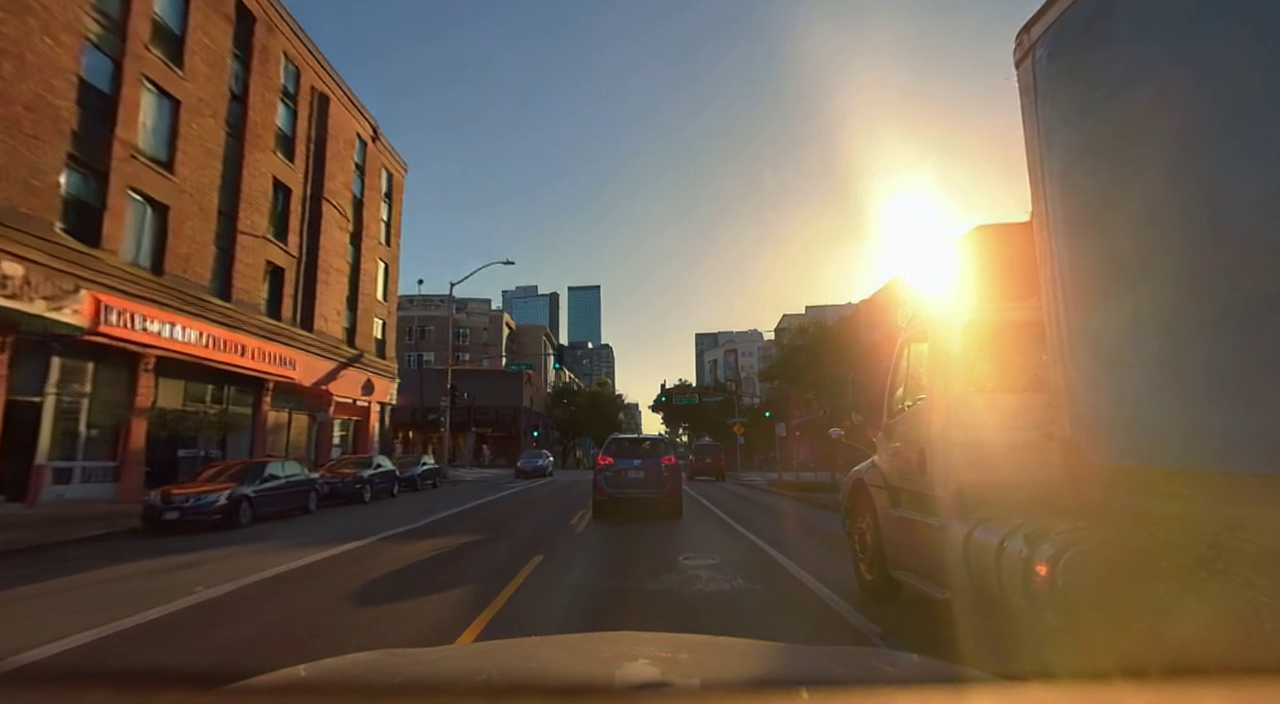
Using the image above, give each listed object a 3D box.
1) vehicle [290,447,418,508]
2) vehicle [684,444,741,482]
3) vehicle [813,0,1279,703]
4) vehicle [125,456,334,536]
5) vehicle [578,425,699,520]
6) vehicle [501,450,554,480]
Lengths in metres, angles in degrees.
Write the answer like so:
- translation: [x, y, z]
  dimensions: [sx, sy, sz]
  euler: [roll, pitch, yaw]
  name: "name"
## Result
- translation: [-8.900, 3.887, 20.179]
  dimensions: [2.084, 1.686, 4.422]
  euler: [0, -8, -1]
  name: "vehicle"
- translation: [3.406, 5.280, 30.453]
  dimensions: [2.159, 1.696, 4.316]
  euler: [0, -8, -1]
  name: "vehicle"
- translation: [3.289, -0.191, 1.759]
  dimensions: [2.913, 3.771, 9.716]
  euler: [0, -8, 0]
  name: "vehicle"
- translation: [-8.773, 3.065, 14.076]
  dimensions: [1.805, 1.379, 4.359]
  euler: [0, -8, -2]
  name: "vehicle"
- translation: [0.012, 2.608, 14.228]
  dimensions: [2.283, 1.783, 4.548]
  euler: [0, -8, 1]
  name: "vehicle"
- translation: [-5.902, 5.994, 33.785]
  dimensions: [1.947, 1.462, 4.640]
  euler: [0, -8, 1]
  name: "vehicle"
